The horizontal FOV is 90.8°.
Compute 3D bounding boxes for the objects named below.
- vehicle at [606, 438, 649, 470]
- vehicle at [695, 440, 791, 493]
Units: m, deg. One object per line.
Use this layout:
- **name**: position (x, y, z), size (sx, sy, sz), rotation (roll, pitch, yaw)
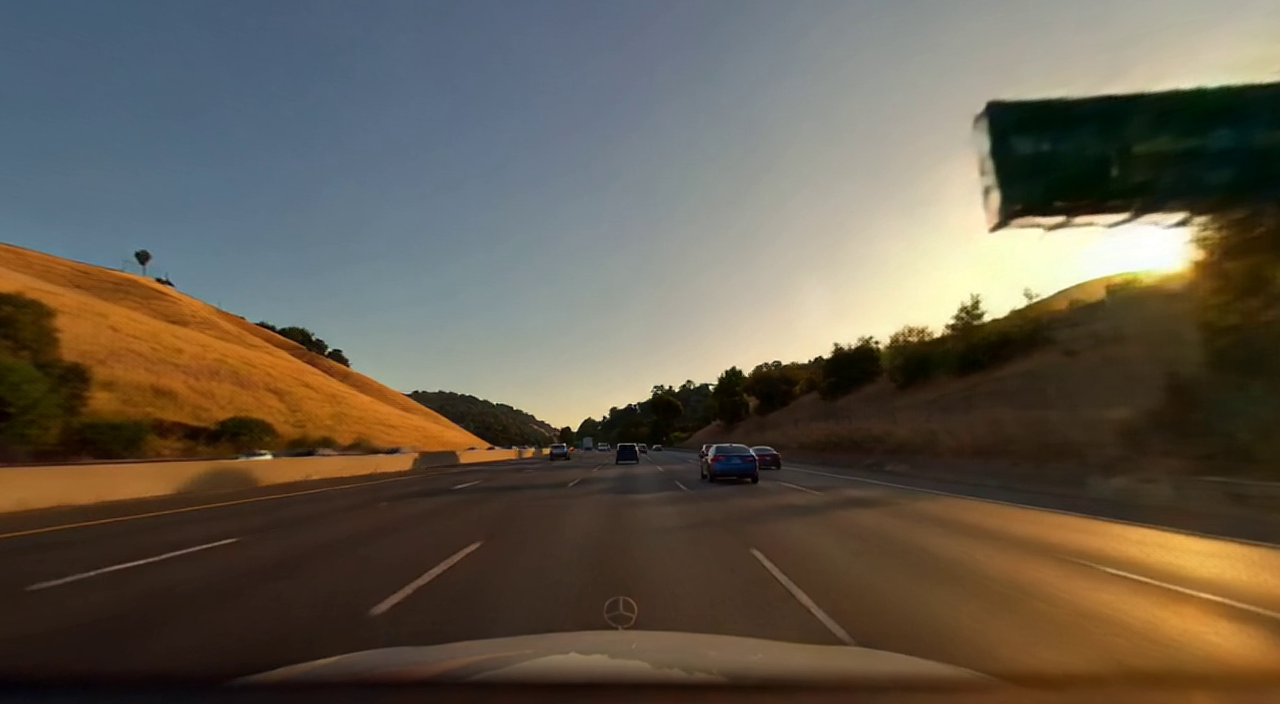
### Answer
- **vehicle**: position (-0.665, 5.663, 35.174), size (2.277, 1.675, 4.023), rotation (0, -8, -1)
- **vehicle**: position (3.117, 3.581, 20.226), size (2.120, 1.492, 4.734), rotation (0, -8, -2)
